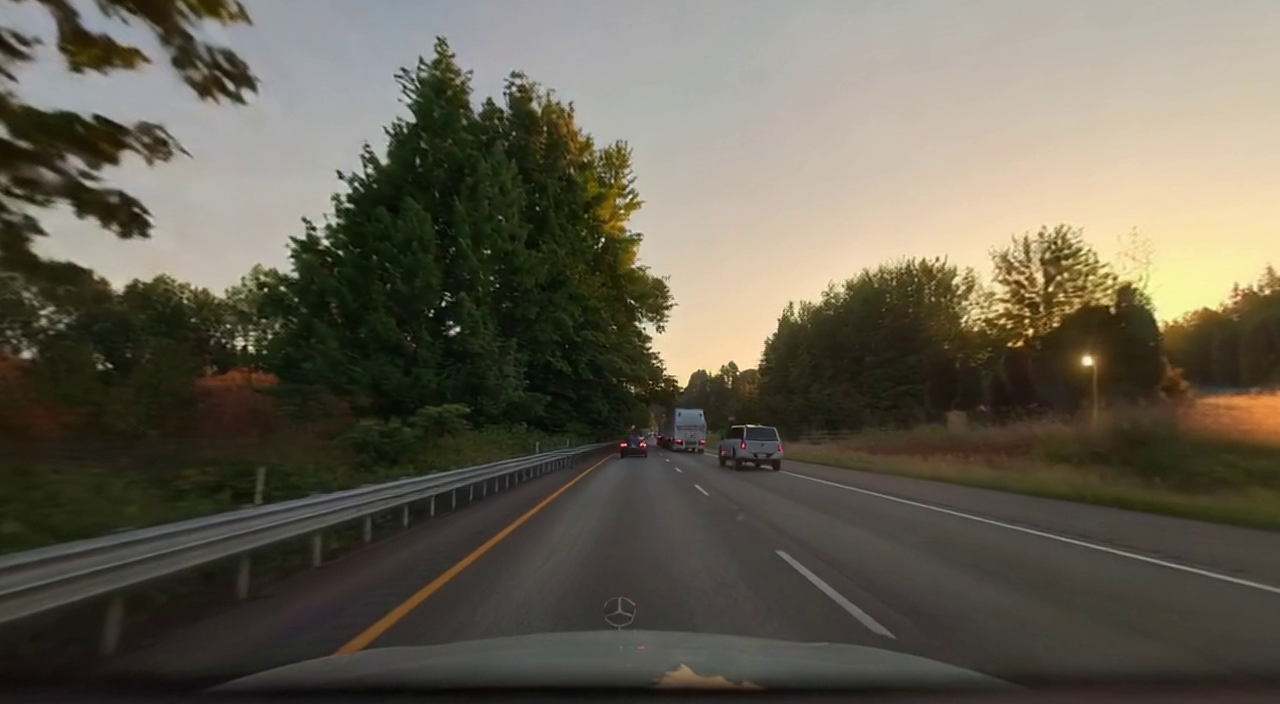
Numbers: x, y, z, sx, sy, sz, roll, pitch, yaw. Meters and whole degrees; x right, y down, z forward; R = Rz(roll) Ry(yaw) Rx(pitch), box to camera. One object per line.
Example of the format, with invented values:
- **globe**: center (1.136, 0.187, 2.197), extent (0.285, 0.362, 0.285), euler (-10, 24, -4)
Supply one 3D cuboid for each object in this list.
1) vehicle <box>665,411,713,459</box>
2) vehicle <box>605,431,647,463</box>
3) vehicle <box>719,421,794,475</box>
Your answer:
- **vehicle**: center (3.256, 5.787, 43.871), extent (2.728, 3.053, 7.708), euler (0, -8, 0)
- **vehicle**: center (-0.769, 5.288, 35.339), extent (2.206, 1.681, 4.111), euler (0, -8, -1)
- **vehicle**: center (4.458, 3.741, 24.867), extent (2.073, 1.905, 4.023), euler (0, -8, -2)
